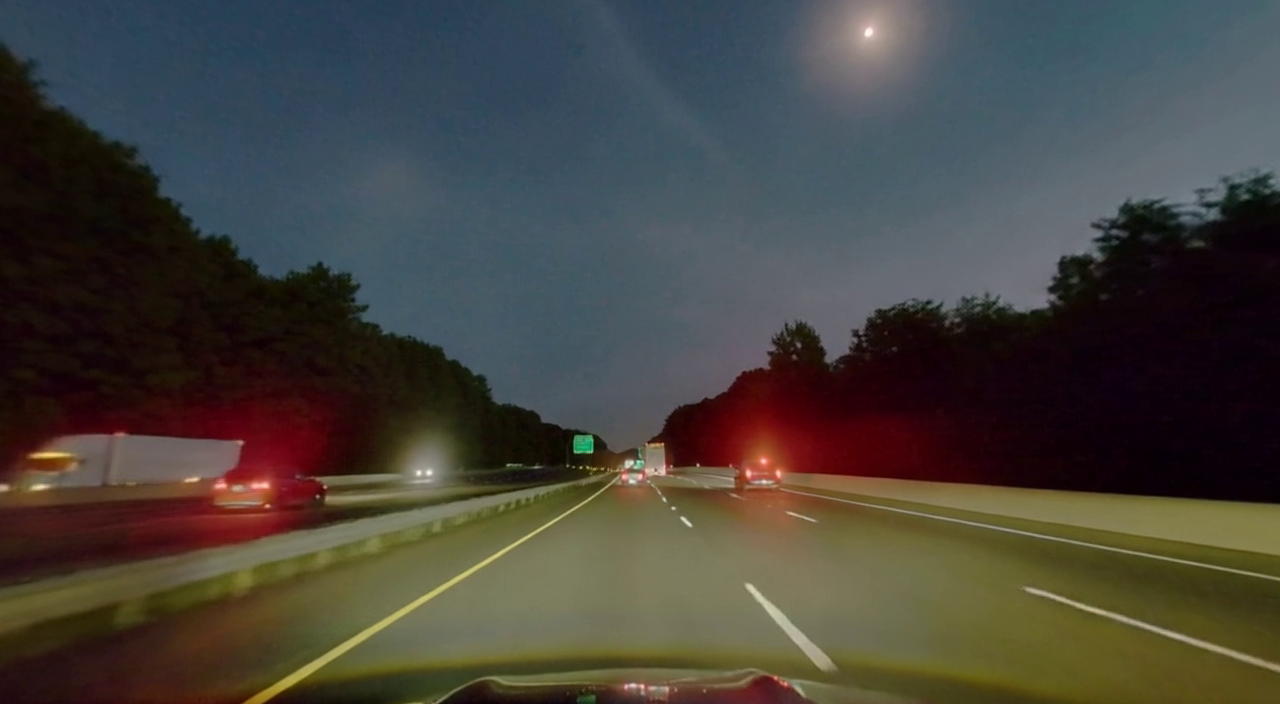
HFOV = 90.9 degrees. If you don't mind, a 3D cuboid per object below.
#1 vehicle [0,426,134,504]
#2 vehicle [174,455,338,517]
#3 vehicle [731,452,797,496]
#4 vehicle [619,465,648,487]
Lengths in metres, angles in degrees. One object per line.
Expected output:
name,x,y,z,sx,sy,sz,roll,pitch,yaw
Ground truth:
vehicle,-31.812,6.194,34.504,2.934,3.826,5.929,1,-10,-1
vehicle,-11.638,4.097,19.613,1.952,1.618,4.859,1,-10,1
vehicle,5.593,5.608,29.071,1.998,1.776,4.663,1,-10,-1
vehicle,-0.494,8.947,45.665,1.987,1.467,3.903,1,-10,-1
